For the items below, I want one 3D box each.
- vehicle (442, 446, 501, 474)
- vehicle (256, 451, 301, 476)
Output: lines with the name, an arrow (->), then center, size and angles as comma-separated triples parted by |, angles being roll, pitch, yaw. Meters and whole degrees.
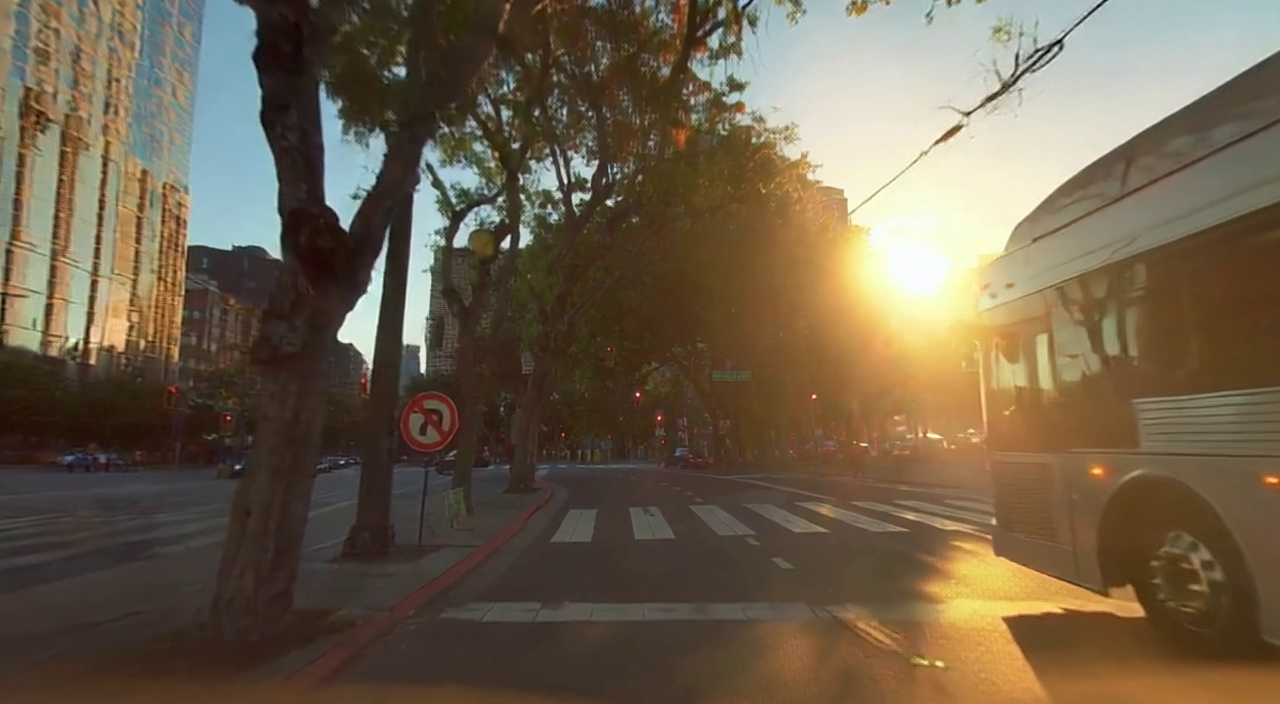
vehicle -> -10.104, 6.368, 37.634 | 2.123, 1.544, 4.158 | 5, -10, -33
vehicle -> -28.604, 8.759, 49.876 | 2.199, 1.838, 4.222 | 7, -11, -40
